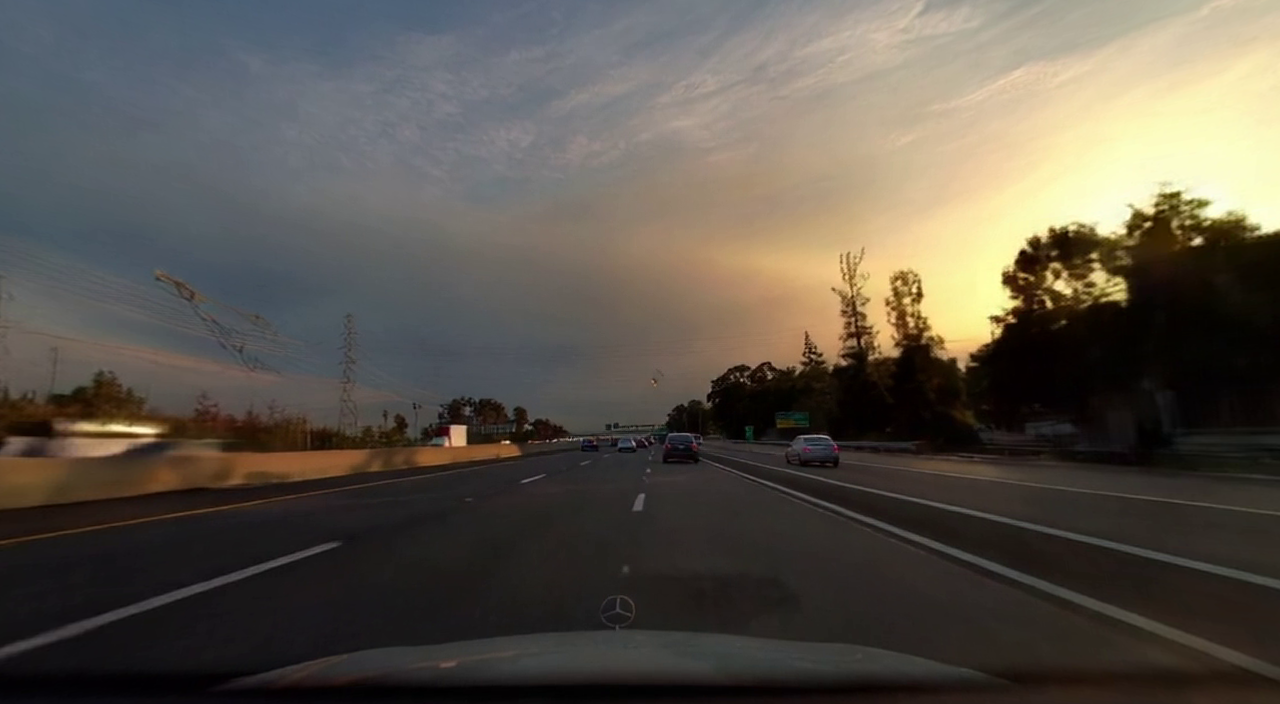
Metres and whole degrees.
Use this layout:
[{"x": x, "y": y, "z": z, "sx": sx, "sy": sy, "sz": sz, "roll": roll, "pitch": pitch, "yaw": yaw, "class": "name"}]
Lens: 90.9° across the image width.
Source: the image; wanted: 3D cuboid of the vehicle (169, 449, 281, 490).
[{"x": -16.677, "y": 4.703, "z": 25.575, "sx": 1.765, "sy": 1.403, "sz": 3.925, "roll": 0, "pitch": -8, "yaw": 2, "class": "vehicle"}]

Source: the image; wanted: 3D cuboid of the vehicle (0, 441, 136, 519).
[{"x": -13.731, "y": 2.740, "z": 13.854, "sx": 1.858, "sy": 1.511, "sz": 4.027, "roll": 0, "pitch": -8, "yaw": 2, "class": "vehicle"}]

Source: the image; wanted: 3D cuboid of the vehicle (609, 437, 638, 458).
[{"x": -1.230, "y": 7.460, "z": 49.462, "sx": 2.103, "sy": 1.512, "sz": 4.155, "roll": 0, "pitch": -8, "yaw": 1, "class": "vehicle"}]

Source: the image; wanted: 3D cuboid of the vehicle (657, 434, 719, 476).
[{"x": 1.980, "y": 4.433, "z": 27.626, "sx": 2.240, "sy": 1.646, "sz": 4.949, "roll": 0, "pitch": -8, "yaw": -1, "class": "vehicle"}]
